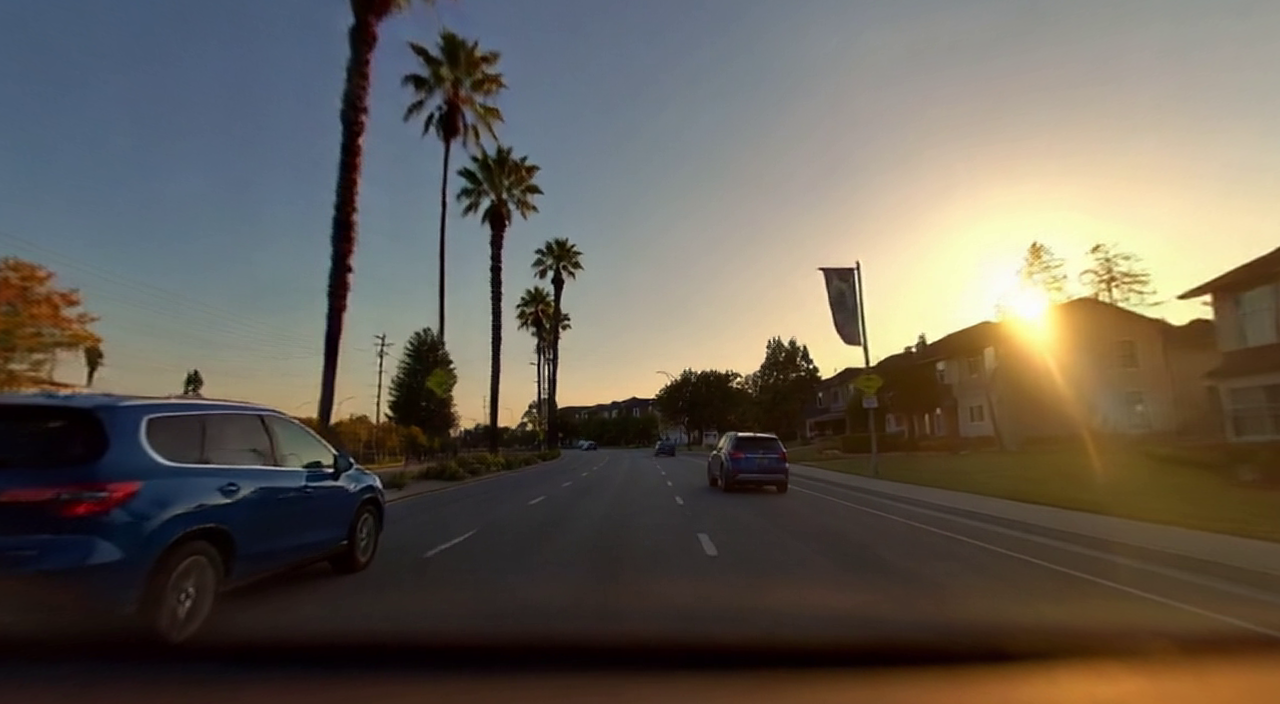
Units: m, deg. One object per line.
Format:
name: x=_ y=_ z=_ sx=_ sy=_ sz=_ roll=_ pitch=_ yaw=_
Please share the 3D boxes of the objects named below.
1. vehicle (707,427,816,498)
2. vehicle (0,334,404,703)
vehicle: x=3.373 y=3.189 z=18.551 sx=2.195 sy=1.804 sz=4.658 roll=0 pitch=-9 yaw=-1
vehicle: x=-3.899 y=1.141 z=4.943 sx=2.150 sy=1.768 sz=4.868 roll=0 pitch=-9 yaw=0
